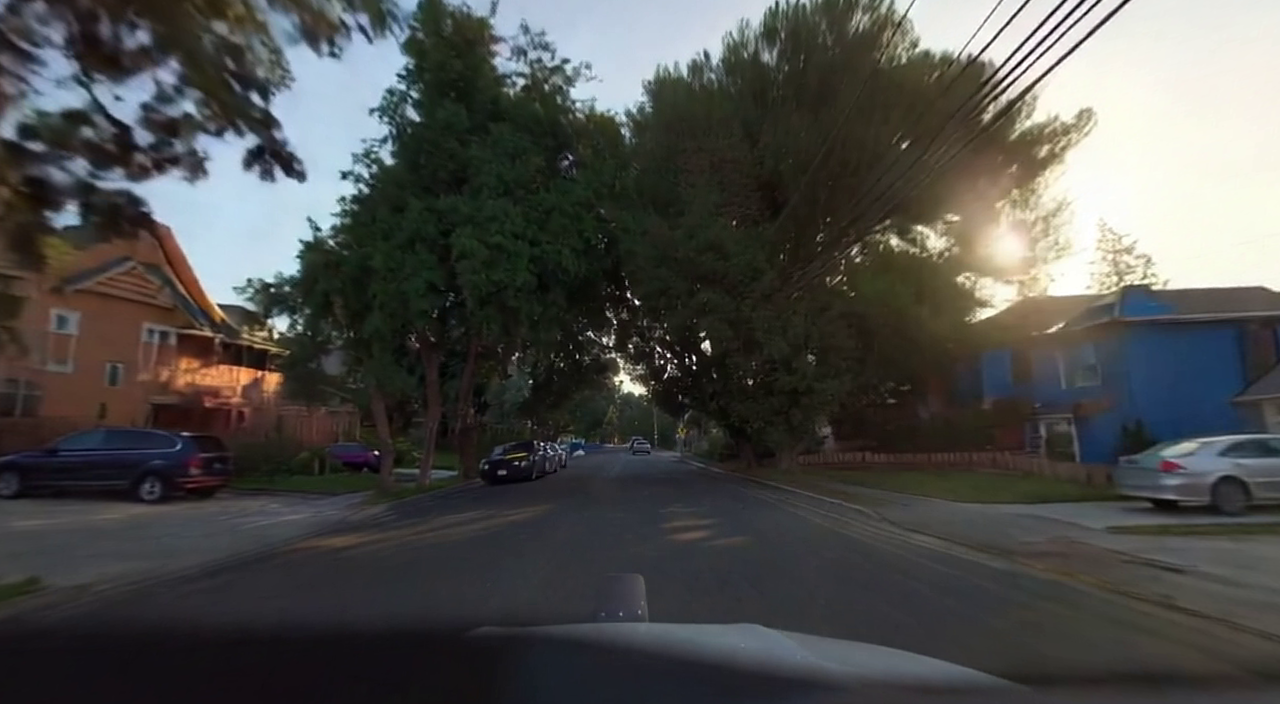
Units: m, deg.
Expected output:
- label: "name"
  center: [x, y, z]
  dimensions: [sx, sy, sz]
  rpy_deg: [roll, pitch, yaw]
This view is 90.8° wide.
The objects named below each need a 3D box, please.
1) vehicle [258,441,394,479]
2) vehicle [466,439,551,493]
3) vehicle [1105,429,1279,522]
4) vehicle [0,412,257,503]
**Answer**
- label: "vehicle"
  center: [-12.668, 4.393, 25.782]
  dimensions: [4.526, 1.449, 1.869]
  rpy_deg: [1, -9, -10]
- label: "vehicle"
  center: [-4.703, 4.104, 23.266]
  dimensions: [2.207, 1.669, 4.363]
  rpy_deg: [-1, -7, 0]
- label: "vehicle"
  center: [11.824, 2.180, 11.689]
  dimensions: [4.700, 1.441, 2.167]
  rpy_deg: [-2, -8, -2]
- label: "vehicle"
  center: [-12.551, 2.534, 15.371]
  dimensions: [4.962, 1.866, 2.075]
  rpy_deg: [3, -9, -3]
